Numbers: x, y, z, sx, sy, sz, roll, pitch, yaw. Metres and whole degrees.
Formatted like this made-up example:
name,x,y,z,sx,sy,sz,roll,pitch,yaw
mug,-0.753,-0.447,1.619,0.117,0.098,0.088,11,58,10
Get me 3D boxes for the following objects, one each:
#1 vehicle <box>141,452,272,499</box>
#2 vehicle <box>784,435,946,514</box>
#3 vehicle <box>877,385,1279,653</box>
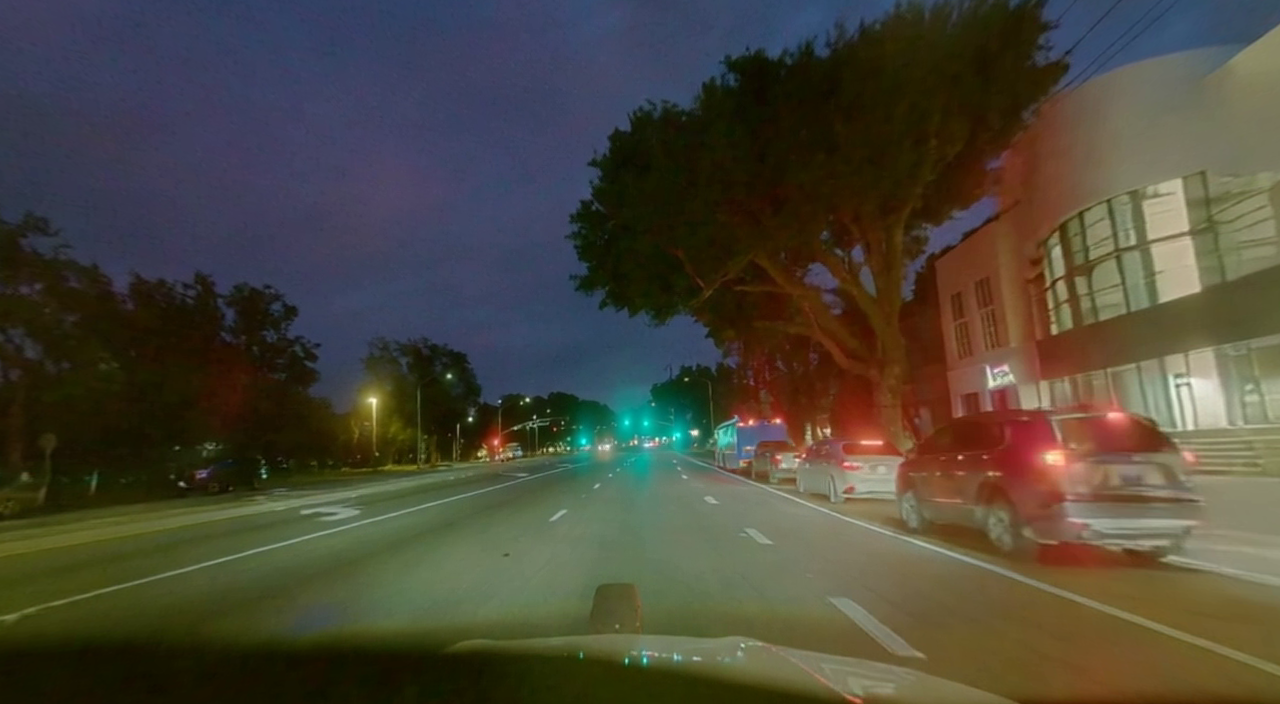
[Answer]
name,x,y,z,sx,sy,sz,roll,pitch,yaw
vehicle,-19.083,5.422,28.174,2.166,1.804,4.897,-1,-8,3
vehicle,4.726,2.626,14.098,1.973,1.465,4.440,0,-8,0
vehicle,4.656,1.438,6.752,2.051,1.663,5.441,0,-8,-1
